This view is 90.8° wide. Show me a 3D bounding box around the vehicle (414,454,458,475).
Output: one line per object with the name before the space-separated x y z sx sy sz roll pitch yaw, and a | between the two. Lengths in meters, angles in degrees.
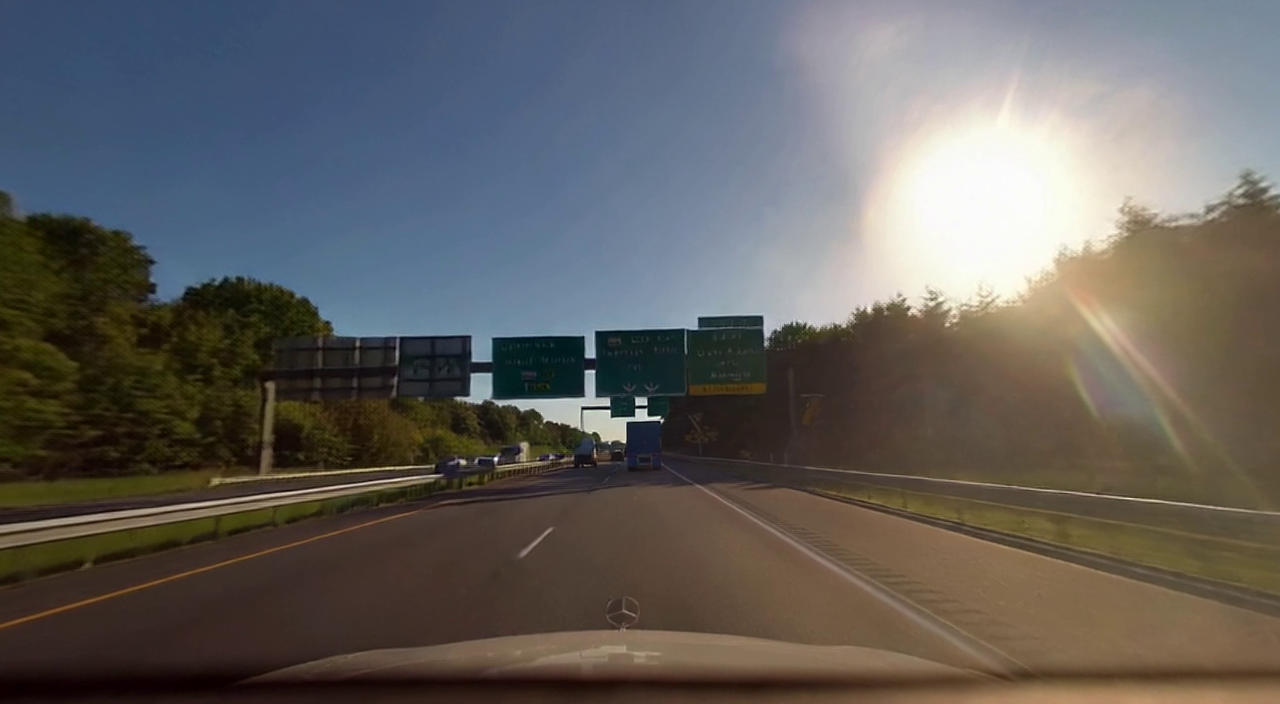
vehicle | -15.217 8.361 47.235 1.788 1.457 4.431 0 -9 0

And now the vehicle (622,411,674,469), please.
vehicle | 0.338 7.073 49.800 3.341 3.725 18.015 0 -9 -1
